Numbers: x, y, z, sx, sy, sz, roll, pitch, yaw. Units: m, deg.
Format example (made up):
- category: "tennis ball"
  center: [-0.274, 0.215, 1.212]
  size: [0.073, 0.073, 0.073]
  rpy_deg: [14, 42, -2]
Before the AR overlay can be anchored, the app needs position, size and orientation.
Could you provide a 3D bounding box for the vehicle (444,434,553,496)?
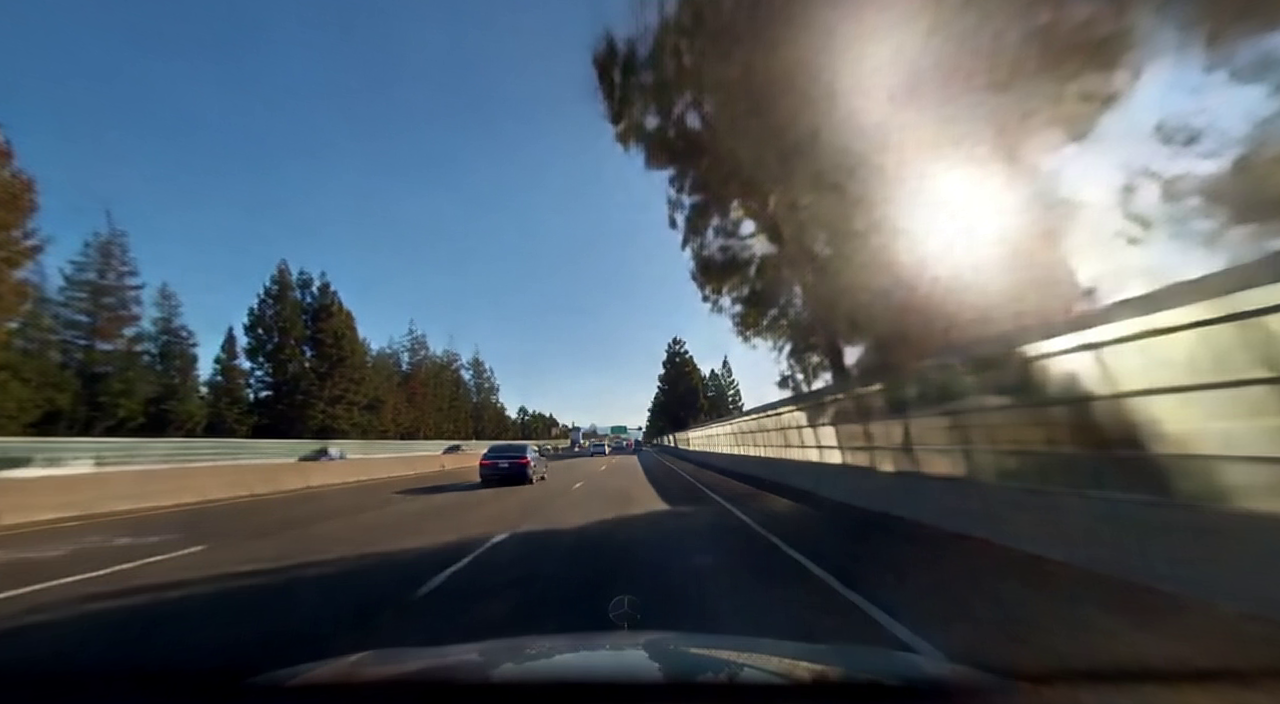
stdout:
- category: "vehicle"
  center: [-3.852, 3.150, 17.942]
  size: [2.059, 1.541, 4.296]
  rpy_deg: [0, -8, 1]
